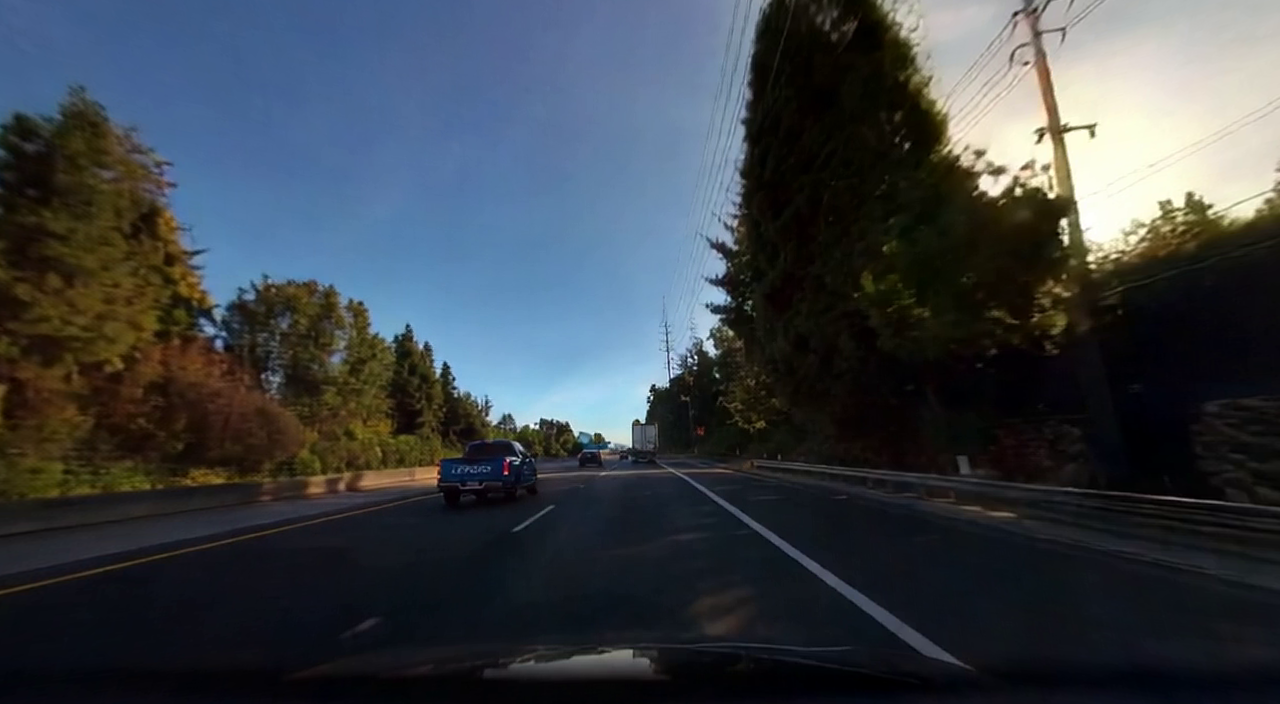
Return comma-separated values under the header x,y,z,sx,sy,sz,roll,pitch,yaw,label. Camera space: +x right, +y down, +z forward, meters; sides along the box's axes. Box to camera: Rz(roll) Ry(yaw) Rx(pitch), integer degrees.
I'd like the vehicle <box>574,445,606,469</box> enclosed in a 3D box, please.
x,y,z,sx,sy,sz,roll,pitch,yaw,label
-3.842,8.182,49.246,2.111,1.735,4.066,0,-9,1,vehicle

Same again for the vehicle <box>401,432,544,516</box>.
x,y,z,sx,sy,sz,roll,pitch,yaw,label
-3.830,2.879,15.484,2.049,1.697,4.998,0,-9,1,vehicle
